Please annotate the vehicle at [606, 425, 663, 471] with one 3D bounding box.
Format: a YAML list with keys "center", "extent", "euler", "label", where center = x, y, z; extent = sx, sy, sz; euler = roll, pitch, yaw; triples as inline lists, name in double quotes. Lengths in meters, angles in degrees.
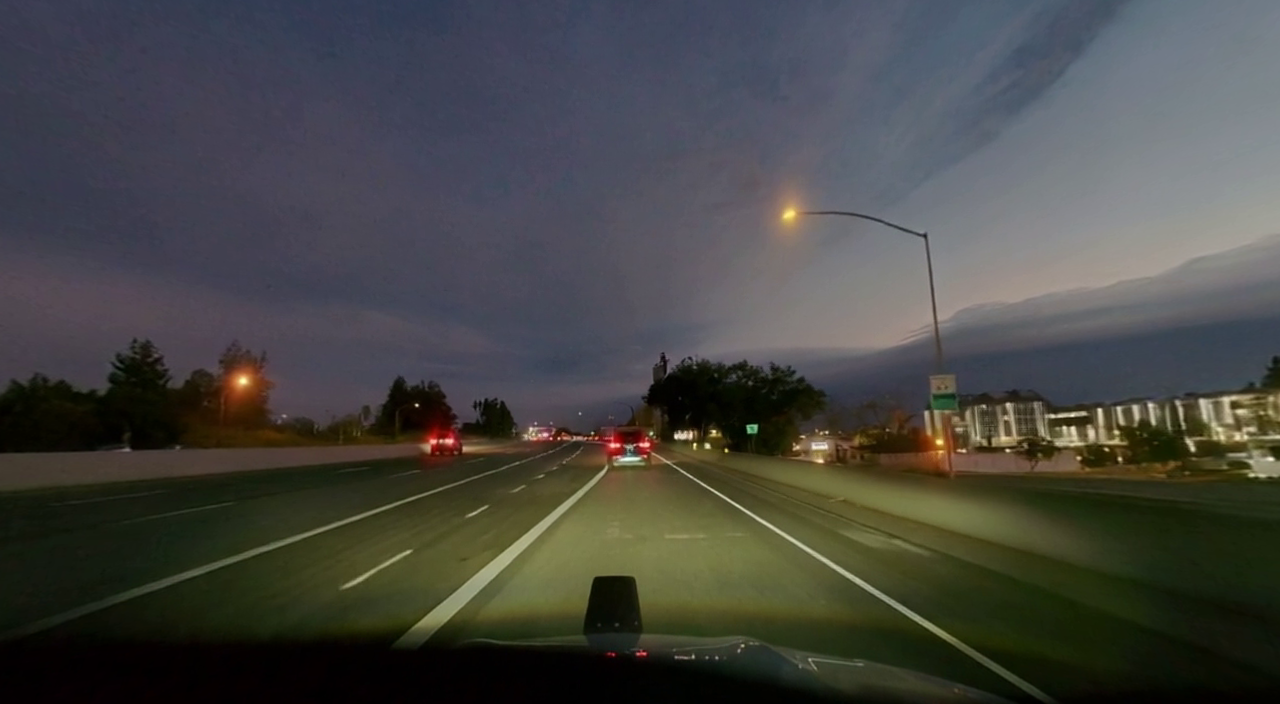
- center: [-0.278, 4.558, 30.131]
  extent: [2.497, 1.957, 5.432]
  euler: [0, -8, -1]
  label: "vehicle"
